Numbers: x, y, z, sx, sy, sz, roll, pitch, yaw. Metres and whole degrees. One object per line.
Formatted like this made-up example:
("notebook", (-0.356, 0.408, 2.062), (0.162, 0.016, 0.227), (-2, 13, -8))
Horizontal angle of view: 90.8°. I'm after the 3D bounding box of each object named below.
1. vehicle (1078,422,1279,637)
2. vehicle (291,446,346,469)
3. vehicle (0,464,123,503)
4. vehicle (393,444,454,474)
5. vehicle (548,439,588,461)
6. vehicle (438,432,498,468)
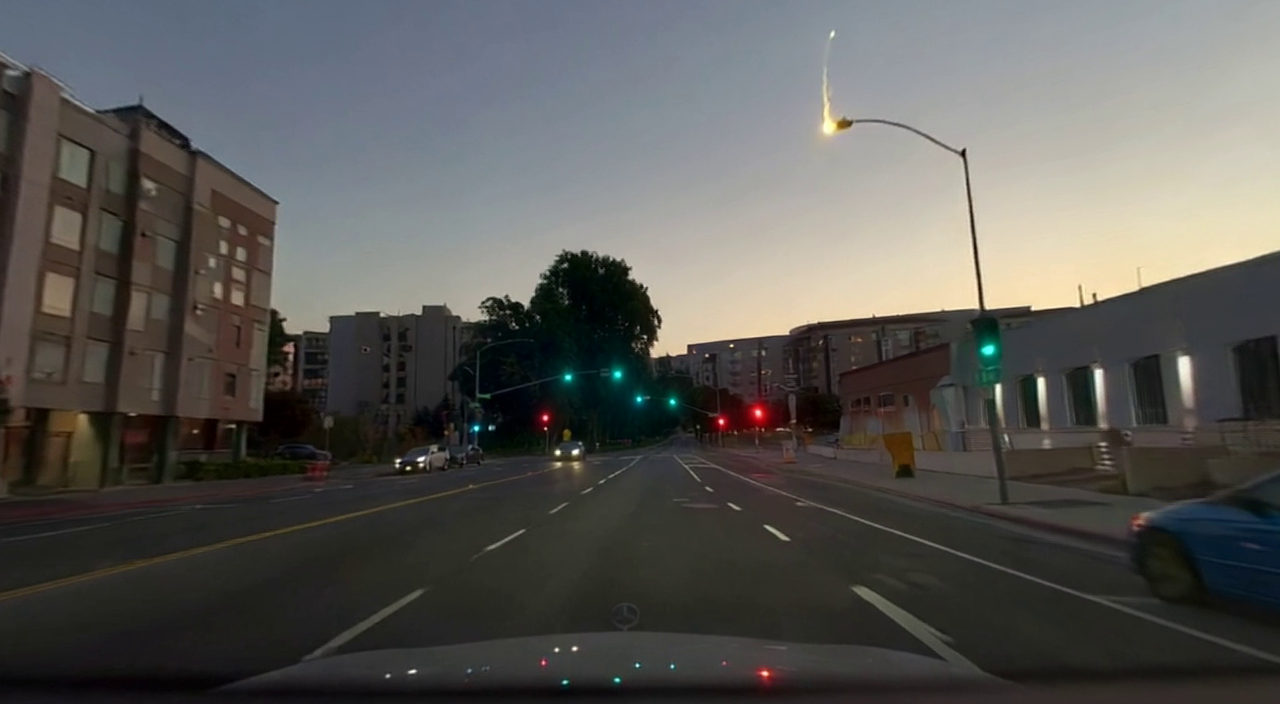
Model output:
("vehicle", (5.459, 1.125, 3.633), (2.010, 1.473, 5.353), (0, -8, -1))
("vehicle", (-22.531, 7.378, 44.408), (1.788, 1.487, 3.880), (0, -8, 0))
("vehicle", (-24.197, 5.415, 26.231), (3.721, 1.470, 1.967), (0, -8, 3))
("vehicle", (-11.610, 5.750, 34.186), (1.868, 1.520, 3.796), (0, -8, 1))
("vehicle", (-5.205, 7.128, 46.125), (2.129, 1.495, 4.699), (0, -8, 3))
("vehicle", (-11.202, 6.457, 41.717), (2.268, 2.181, 5.482), (0, -8, 2))
